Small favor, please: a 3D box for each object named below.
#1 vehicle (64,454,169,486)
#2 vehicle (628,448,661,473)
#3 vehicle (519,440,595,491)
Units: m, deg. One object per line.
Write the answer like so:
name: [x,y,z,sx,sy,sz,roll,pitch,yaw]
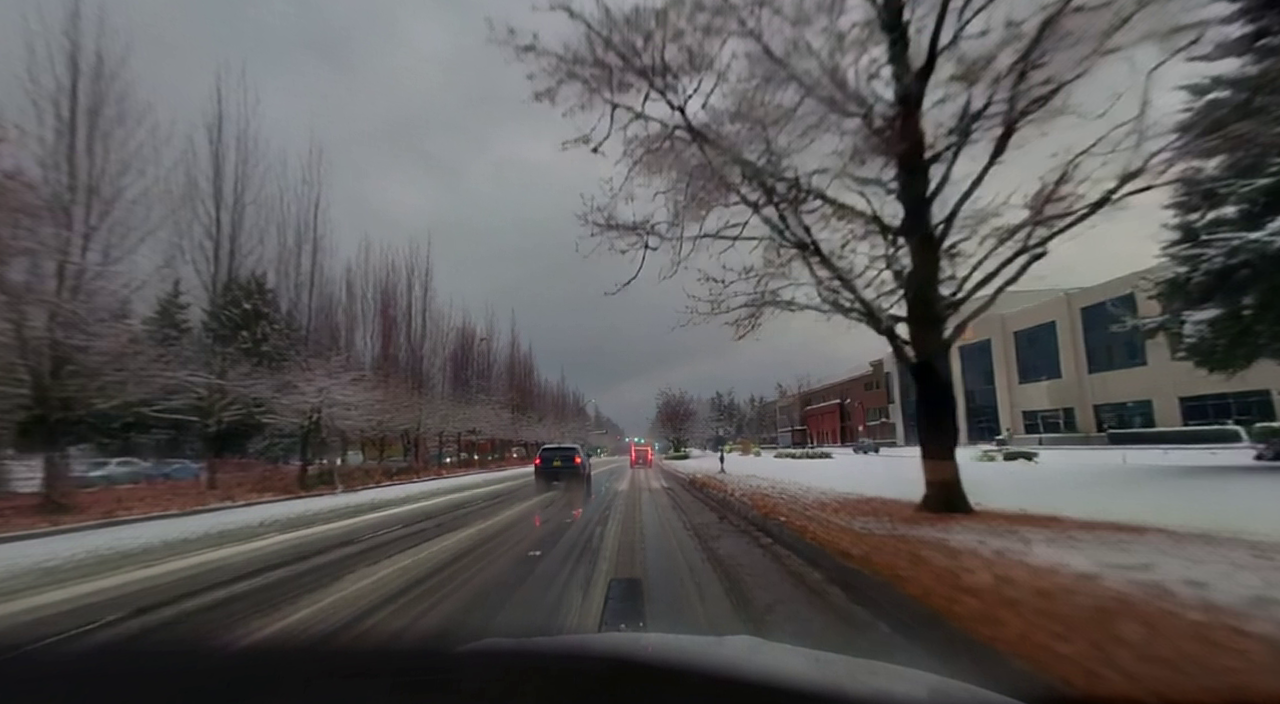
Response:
vehicle: [-34.184,7.689,41.396,1.864,1.798,5.882,0,-8,-1]
vehicle: [0.262,6.962,40.632,2.040,1.493,3.682,0,-8,-1]
vehicle: [-2.993,4.193,23.613,2.197,1.709,4.069,0,-8,1]
